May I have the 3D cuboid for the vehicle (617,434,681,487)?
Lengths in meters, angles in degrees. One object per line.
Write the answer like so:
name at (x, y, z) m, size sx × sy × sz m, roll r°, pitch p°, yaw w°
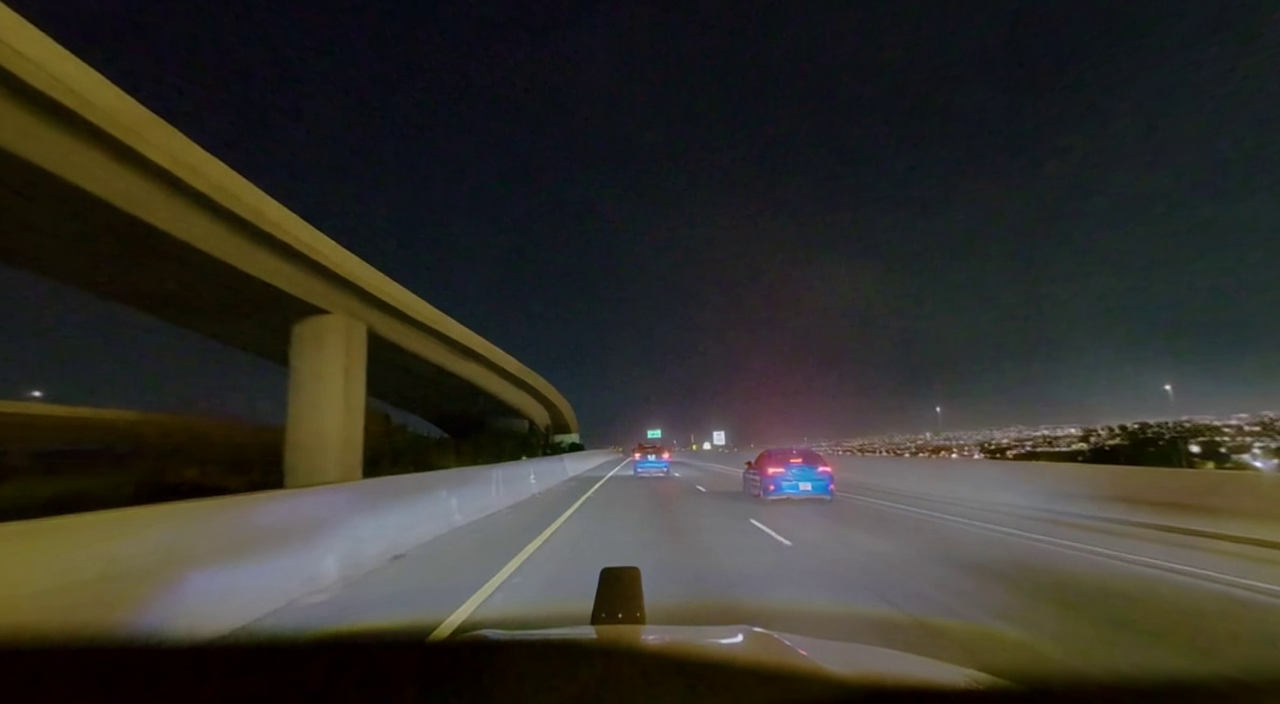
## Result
vehicle at (0.308, 4.190, 24.635) m, size 2.264 × 1.841 × 4.583 m, roll 0°, pitch -9°, yaw -1°

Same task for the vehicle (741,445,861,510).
vehicle at (4.103, 3.244, 16.827) m, size 2.047 × 1.500 × 4.017 m, roll 1°, pitch -9°, yaw -2°

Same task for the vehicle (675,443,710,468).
vehicle at (3.661, 7.309, 44.633) m, size 2.047 × 1.700 × 4.069 m, roll 0°, pitch -9°, yaw -1°
